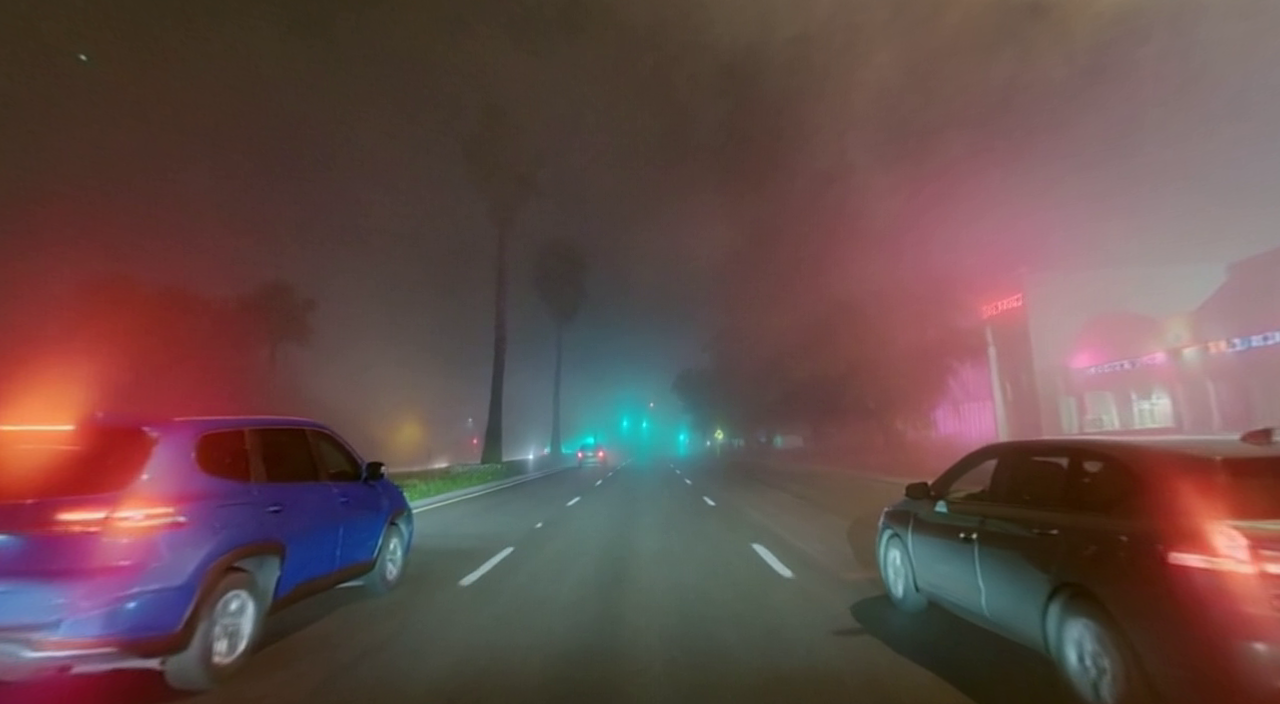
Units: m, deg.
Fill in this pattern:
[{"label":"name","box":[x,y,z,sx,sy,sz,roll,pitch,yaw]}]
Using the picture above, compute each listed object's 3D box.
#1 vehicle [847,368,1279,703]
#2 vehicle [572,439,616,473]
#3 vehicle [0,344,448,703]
[{"label":"vehicle","box":[2.885,1.072,3.667,1.946,1.513,4.133,0,-8,0]},{"label":"vehicle","box":[-2.464,5.726,34.846,1.998,1.743,4.402,0,-8,1]},{"label":"vehicle","box":[-3.246,1.178,4.964,2.058,1.804,4.391,0,-8,0]}]
